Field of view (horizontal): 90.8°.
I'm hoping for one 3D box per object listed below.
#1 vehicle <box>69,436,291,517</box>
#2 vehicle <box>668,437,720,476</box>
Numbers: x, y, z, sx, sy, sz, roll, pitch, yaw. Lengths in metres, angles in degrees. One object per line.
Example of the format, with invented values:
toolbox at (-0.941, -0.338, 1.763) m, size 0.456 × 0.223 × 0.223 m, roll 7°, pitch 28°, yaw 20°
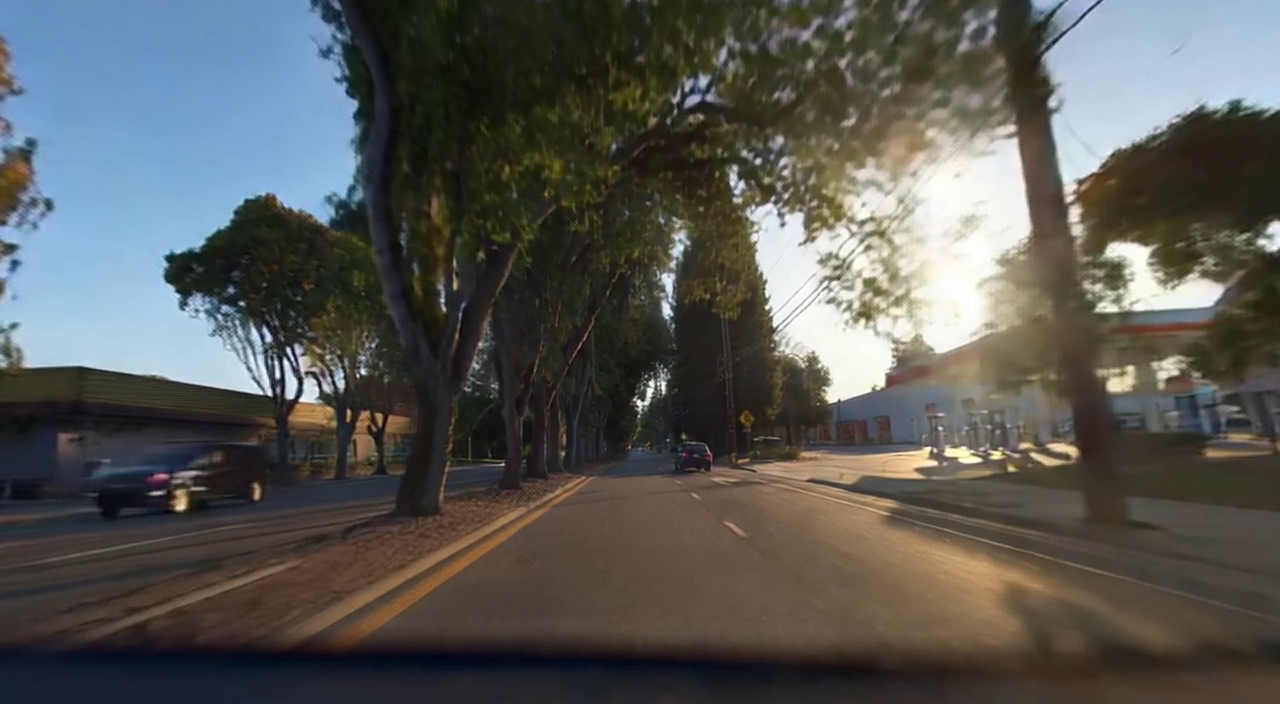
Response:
vehicle at (-12.801, 3.451, 18.208) m, size 2.379 × 1.967 × 5.195 m, roll -1°, pitch -8°, yaw 1°
vehicle at (2.712, 5.392, 32.781) m, size 2.115 × 1.840 × 4.777 m, roll 0°, pitch -8°, yaw -1°
